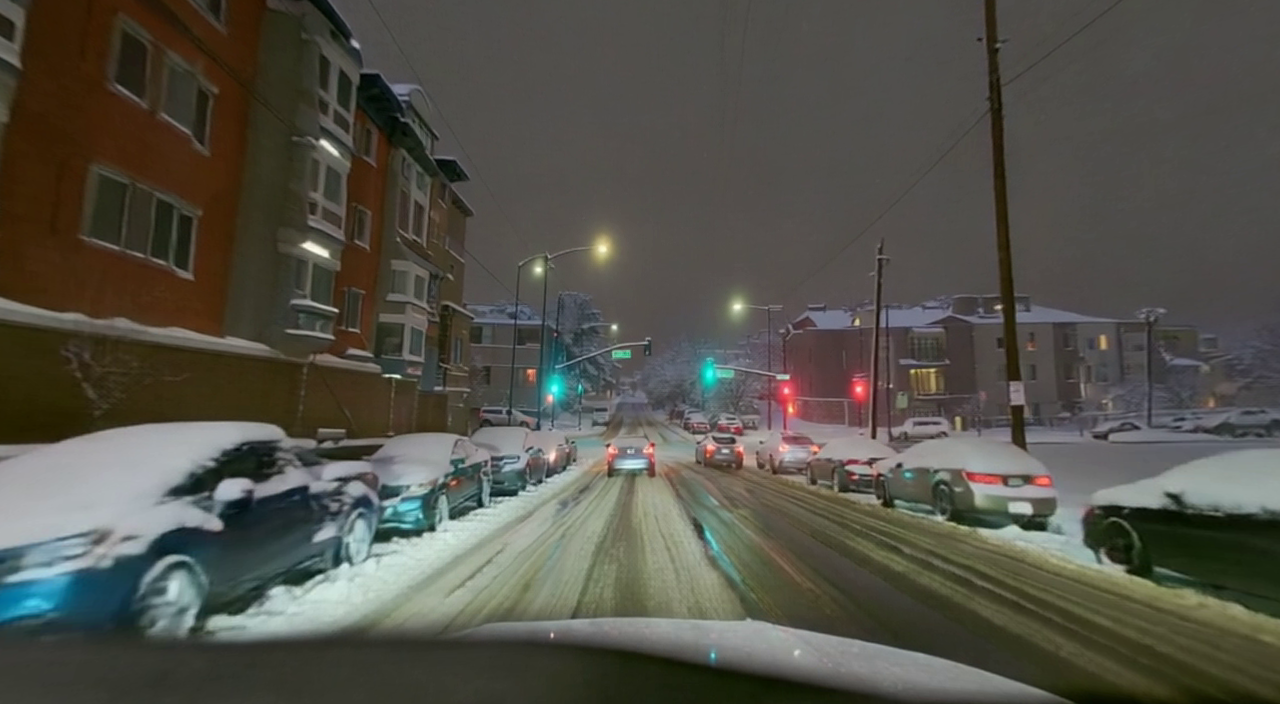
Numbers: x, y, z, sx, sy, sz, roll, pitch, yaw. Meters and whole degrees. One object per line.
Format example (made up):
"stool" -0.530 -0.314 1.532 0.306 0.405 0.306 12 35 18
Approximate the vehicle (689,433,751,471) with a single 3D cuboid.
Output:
"vehicle" 3.250 4.193 26.649 2.055 1.450 4.676 0 -8 1

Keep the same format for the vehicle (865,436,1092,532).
"vehicle" 6.116 2.410 12.135 1.938 1.487 4.371 0 -8 0

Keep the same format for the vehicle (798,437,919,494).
"vehicle" 6.193 3.265 18.508 1.962 1.438 4.440 0 -8 0

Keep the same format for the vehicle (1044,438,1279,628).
"vehicle" 6.165 1.556 5.744 1.980 1.518 4.526 0 -8 0

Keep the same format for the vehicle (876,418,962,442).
"vehicle" 18.460 5.228 41.875 4.738 1.537 1.960 -1 -9 3

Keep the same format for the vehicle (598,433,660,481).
"vehicle" -0.325 3.532 21.499 1.923 1.460 3.923 0 -8 0

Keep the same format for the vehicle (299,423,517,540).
"vehicle" -3.449 2.013 10.452 1.869 1.491 4.458 0 -8 1

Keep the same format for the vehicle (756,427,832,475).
"vehicle" 6.188 4.044 25.877 1.999 1.752 4.502 0 -8 0

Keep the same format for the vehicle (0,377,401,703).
"vehicle" -3.714 1.240 5.220 1.831 1.650 3.852 0 -8 2
